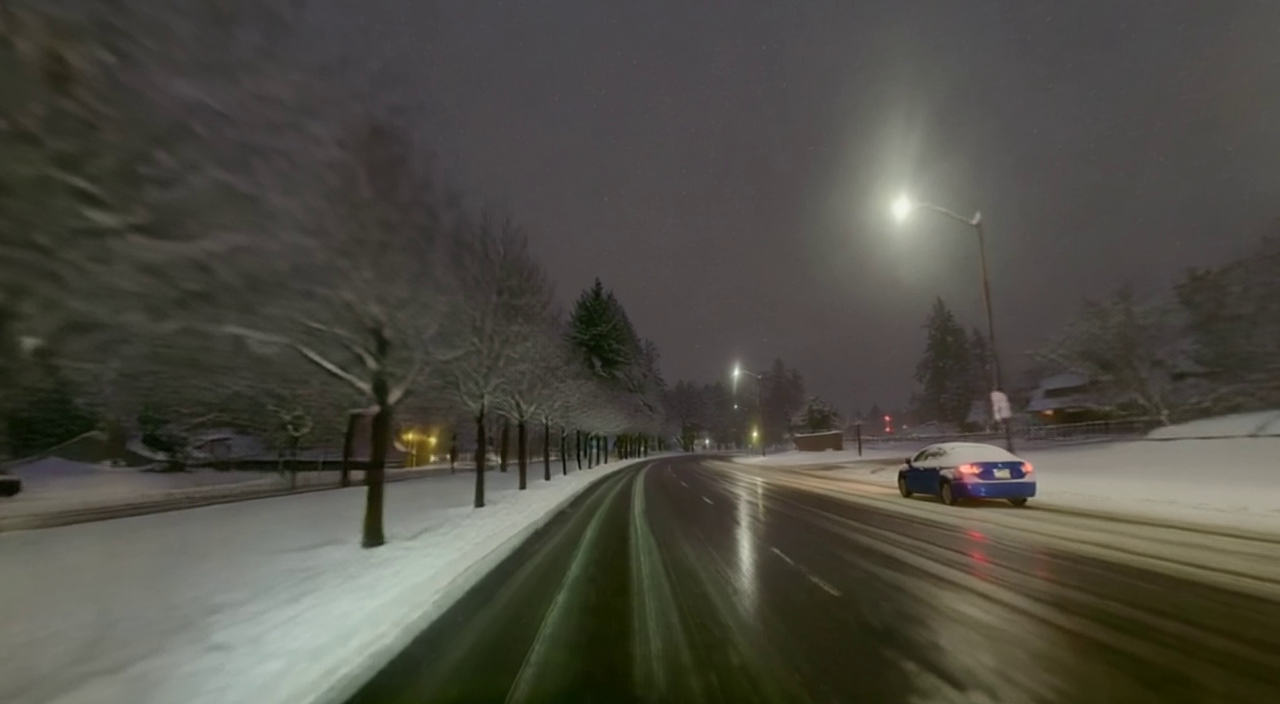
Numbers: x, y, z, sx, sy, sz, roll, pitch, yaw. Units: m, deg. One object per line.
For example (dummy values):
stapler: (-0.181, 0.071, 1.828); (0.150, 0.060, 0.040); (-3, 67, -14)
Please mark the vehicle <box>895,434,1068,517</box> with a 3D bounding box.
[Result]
vehicle: (7.139, 2.595, 13.665); (1.797, 1.518, 3.433); (0, -9, 0)
